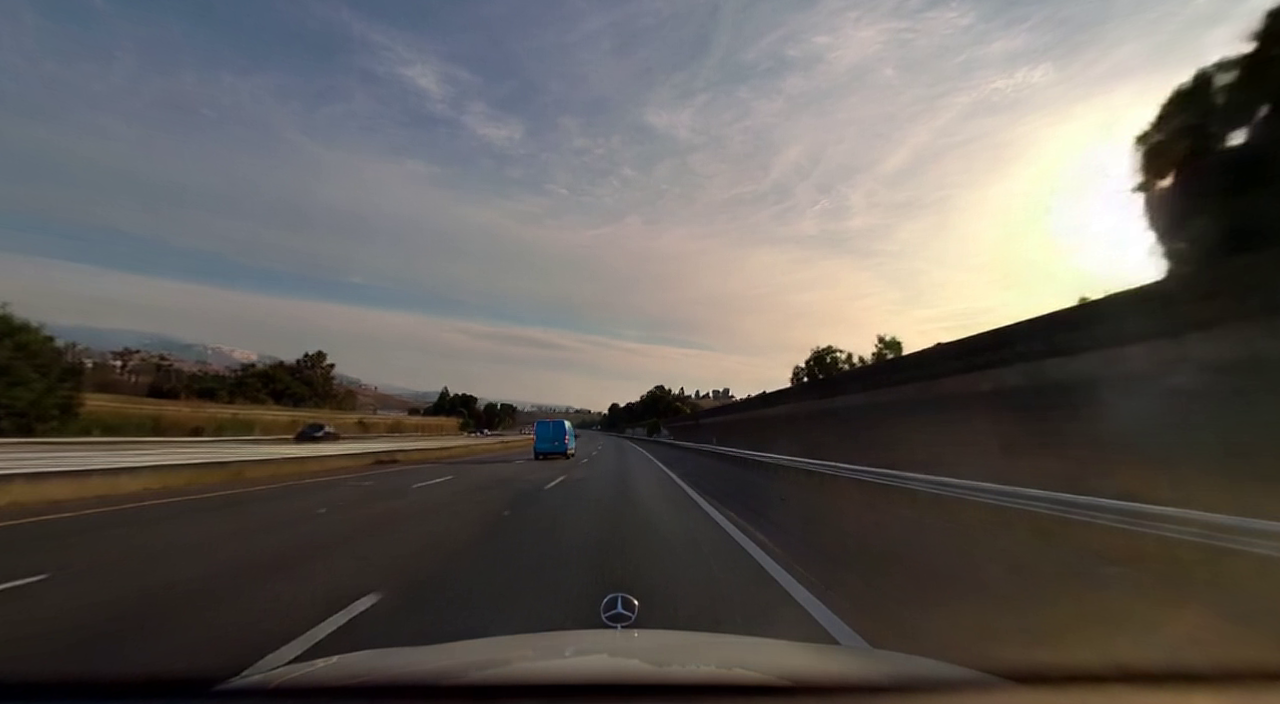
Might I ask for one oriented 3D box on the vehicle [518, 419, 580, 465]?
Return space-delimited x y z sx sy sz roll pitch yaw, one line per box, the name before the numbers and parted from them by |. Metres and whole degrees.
vehicle | -4.413 4.465 31.376 2.309 2.053 4.884 0 -8 1
